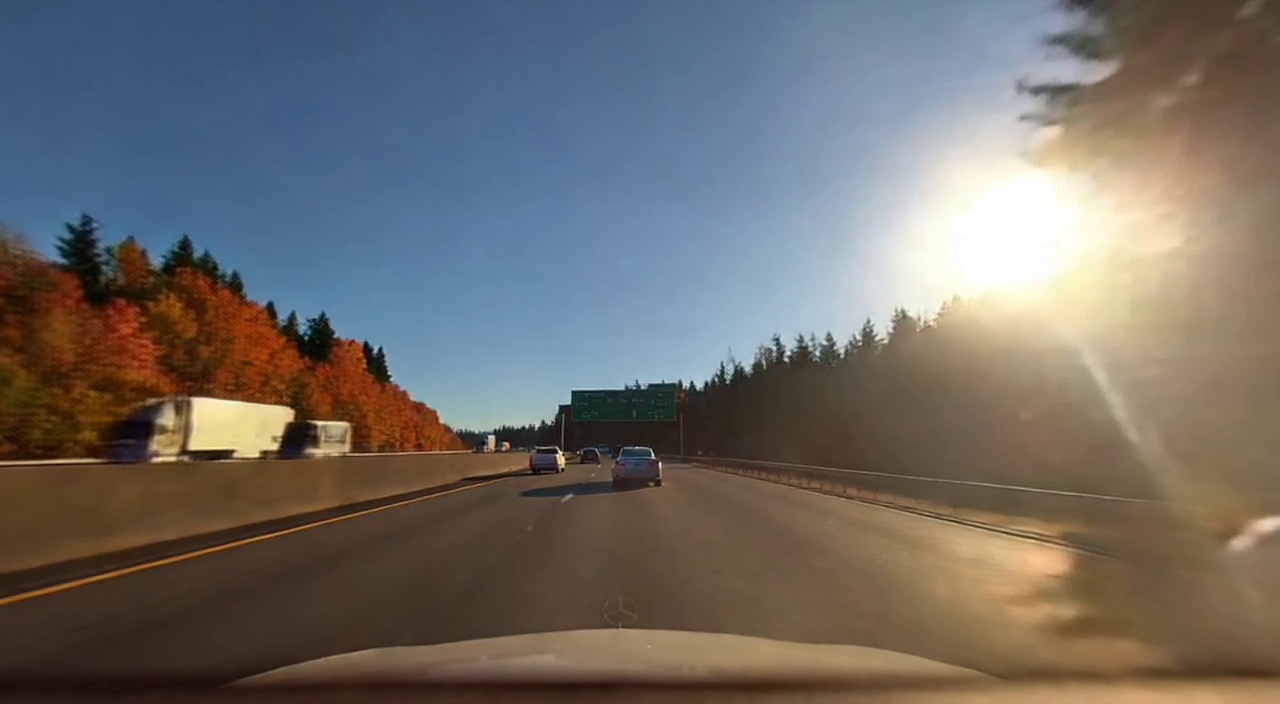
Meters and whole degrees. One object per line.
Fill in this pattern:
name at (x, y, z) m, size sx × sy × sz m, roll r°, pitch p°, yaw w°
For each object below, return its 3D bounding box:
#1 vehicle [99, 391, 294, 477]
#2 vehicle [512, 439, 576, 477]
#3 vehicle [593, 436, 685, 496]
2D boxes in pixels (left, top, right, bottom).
vehicle at (-22.371, 4.380, 32.685) m, size 3.243 × 3.800 × 9.564 m, roll 0°, pitch -9°, yaw -1°
vehicle at (-4.650, 5.218, 31.048) m, size 2.545 × 1.679 × 4.267 m, roll 0°, pitch -9°, yaw -1°
vehicle at (-0.081, 3.573, 19.939) m, size 2.634 × 1.679 × 4.070 m, roll 0°, pitch -9°, yaw -1°
